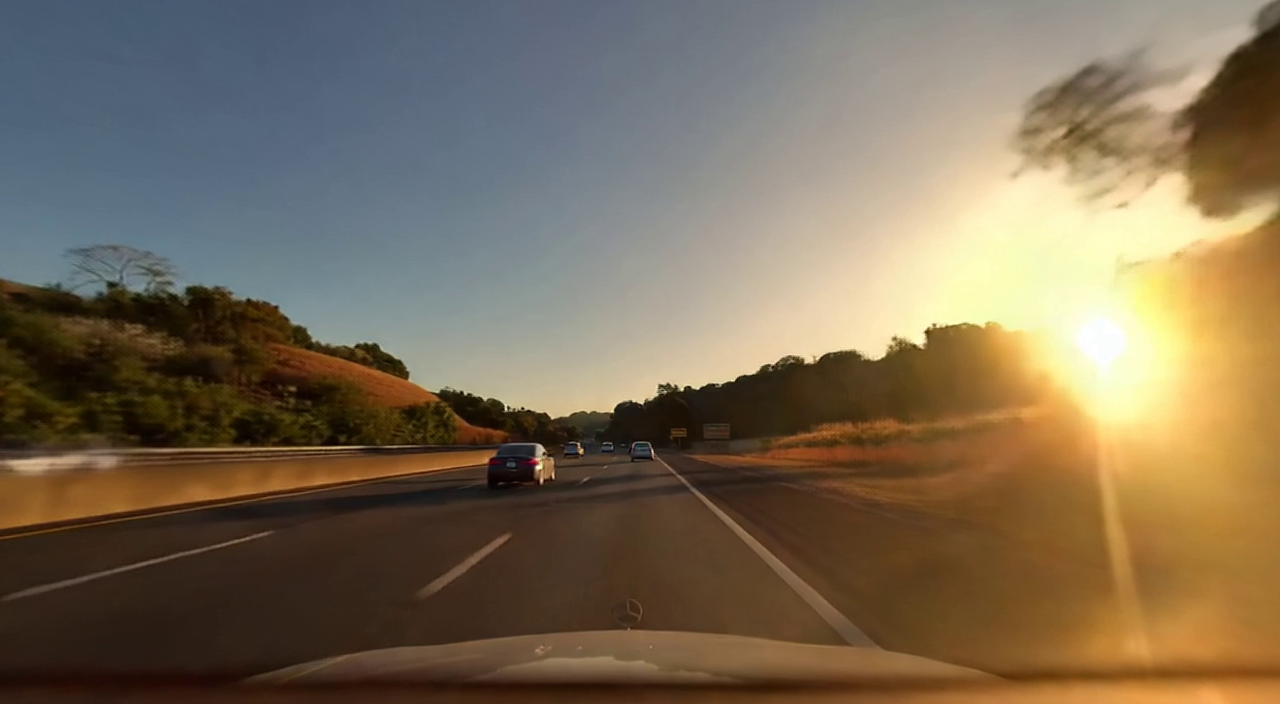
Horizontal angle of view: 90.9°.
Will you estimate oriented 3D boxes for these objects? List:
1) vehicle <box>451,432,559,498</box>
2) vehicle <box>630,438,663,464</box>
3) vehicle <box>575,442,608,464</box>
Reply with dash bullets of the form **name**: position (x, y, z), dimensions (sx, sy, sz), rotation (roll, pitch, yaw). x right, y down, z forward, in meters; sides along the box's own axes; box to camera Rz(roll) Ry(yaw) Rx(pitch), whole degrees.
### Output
- **vehicle**: position (-3.654, 3.153, 18.006), dimensions (2.028, 1.634, 4.441), rotation (0, -8, 1)
- **vehicle**: position (0.418, 6.999, 44.695), dimensions (2.259, 1.697, 4.106), rotation (0, -8, -1)
- **vehicle**: position (-3.505, 7.347, 46.151), dimensions (2.066, 1.497, 4.253), rotation (0, -8, 0)
